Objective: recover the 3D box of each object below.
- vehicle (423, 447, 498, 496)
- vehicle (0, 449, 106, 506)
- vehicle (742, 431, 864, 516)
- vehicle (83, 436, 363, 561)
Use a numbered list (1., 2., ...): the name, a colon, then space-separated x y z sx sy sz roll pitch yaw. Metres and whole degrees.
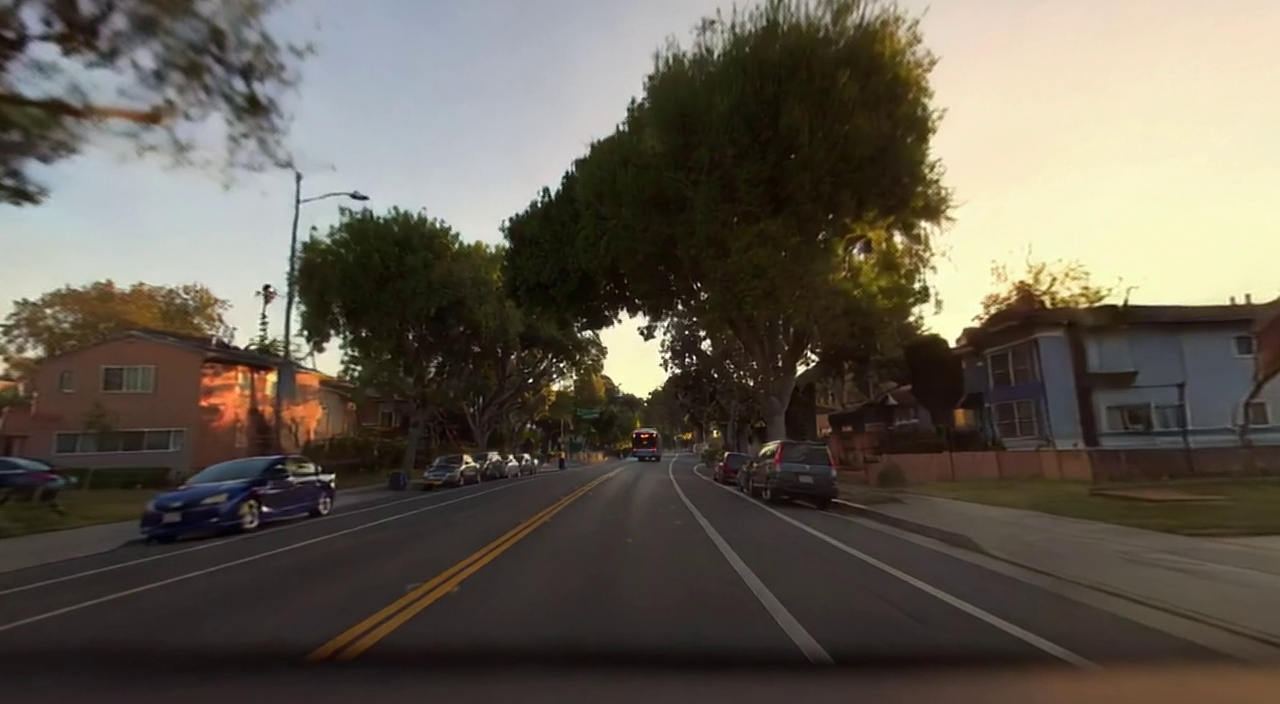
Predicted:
1. vehicle: -7.736 5.131 27.691 1.898 1.755 4.603 -5 -8 -1
2. vehicle: -19.814 3.896 19.818 4.197 1.659 2.059 0 -8 0
3. vehicle: 4.325 3.281 17.584 2.060 1.833 4.927 5 -9 1
4. vehicle: -7.957 2.768 12.970 2.094 1.840 5.450 -4 -8 0
